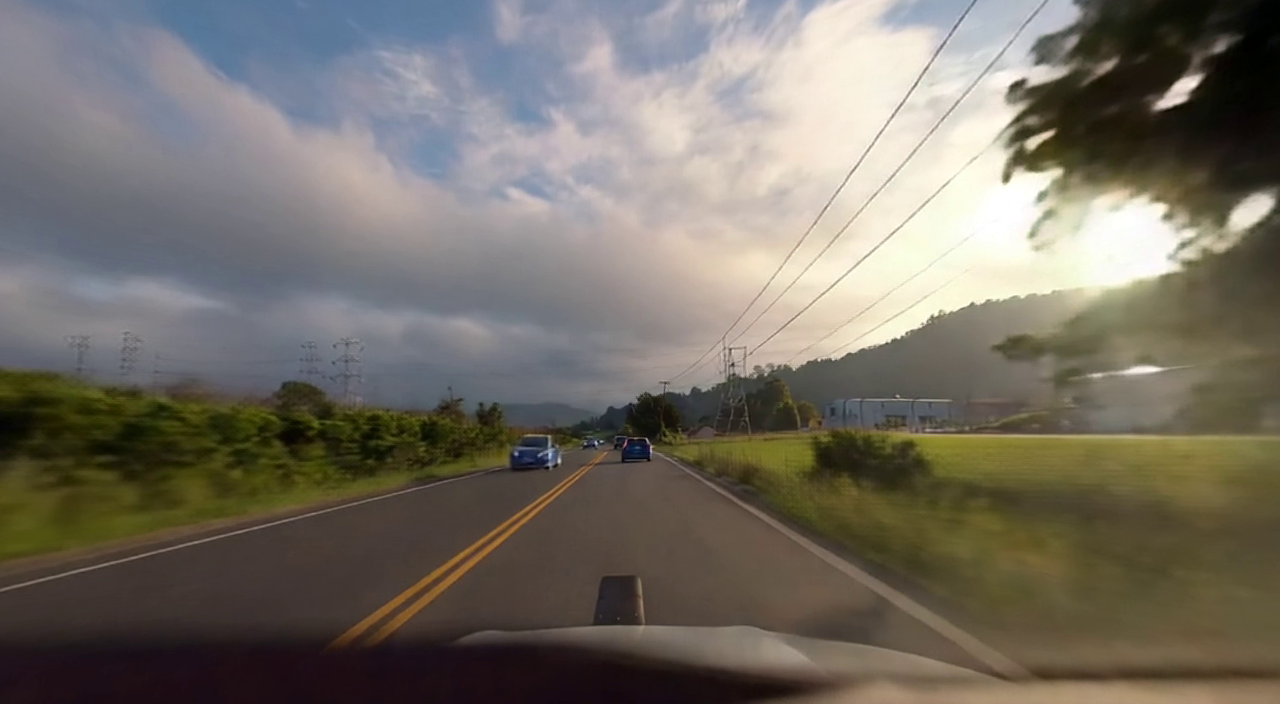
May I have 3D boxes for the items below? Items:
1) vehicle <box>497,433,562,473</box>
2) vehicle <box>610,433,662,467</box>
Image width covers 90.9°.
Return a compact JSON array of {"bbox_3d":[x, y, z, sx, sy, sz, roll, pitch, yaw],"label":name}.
[{"bbox_3d":[-4.485,4.159,26.243,2.019,1.511,4.290,0,-8,-1],"label":"vehicle"},{"bbox_3d":[-0.215,4.493,29.176,2.241,1.471,3.829,0,-8,-2],"label":"vehicle"}]
